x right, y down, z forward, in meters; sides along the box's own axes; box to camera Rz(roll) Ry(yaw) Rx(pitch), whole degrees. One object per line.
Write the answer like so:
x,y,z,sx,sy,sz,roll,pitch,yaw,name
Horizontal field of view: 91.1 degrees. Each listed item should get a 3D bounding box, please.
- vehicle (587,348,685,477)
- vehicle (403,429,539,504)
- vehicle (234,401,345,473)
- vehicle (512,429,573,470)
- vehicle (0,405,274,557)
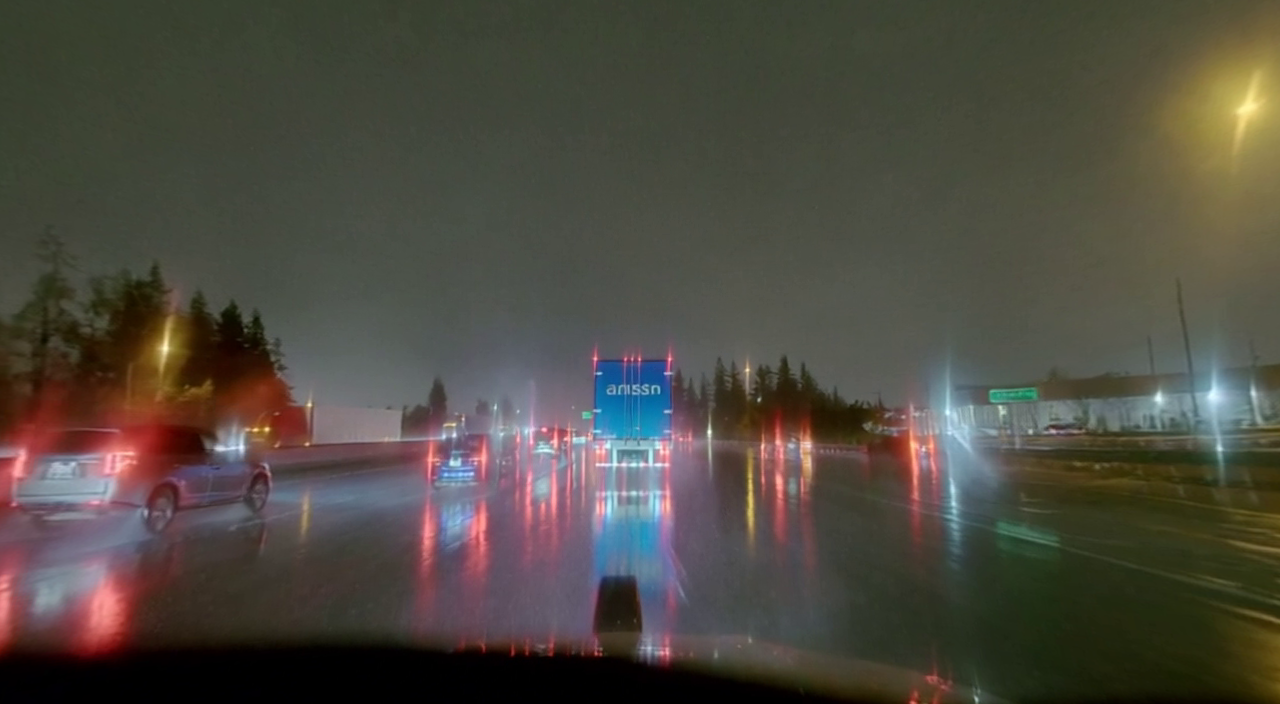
-0.291,2.693,26.007,3.171,4.204,11.036,0,-8,-2,vehicle
-3.806,2.630,15.051,1.964,1.507,4.361,0,-8,1,vehicle
-22.175,5.428,40.305,3.113,4.229,6.375,0,-8,2,vehicle
-4.059,4.146,26.912,1.946,1.599,4.073,0,-8,0,vehicle
-7.772,1.762,9.351,1.998,1.698,4.461,0,-8,-1,vehicle
